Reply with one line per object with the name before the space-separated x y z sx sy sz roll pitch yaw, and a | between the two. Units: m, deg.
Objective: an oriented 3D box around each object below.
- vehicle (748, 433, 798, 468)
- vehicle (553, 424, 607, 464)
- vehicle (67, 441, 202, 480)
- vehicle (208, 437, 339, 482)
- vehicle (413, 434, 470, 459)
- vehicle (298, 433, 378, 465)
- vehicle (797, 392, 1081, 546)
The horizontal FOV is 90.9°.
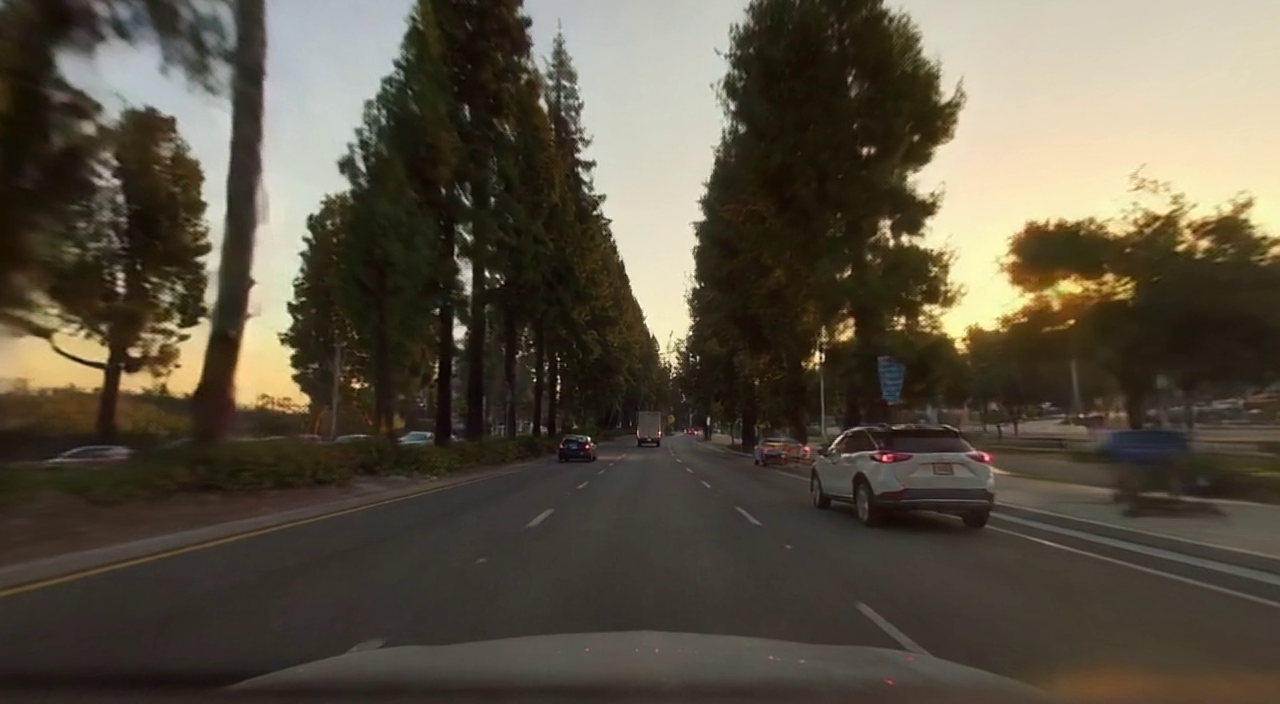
vehicle | 7.165 5.367 34.361 2.280 1.757 4.572 -1 -9 7
vehicle | -3.132 4.946 33.795 2.255 1.940 4.822 0 -8 2
vehicle | -20.587 4.421 25.972 1.906 1.470 4.369 0 -8 0
vehicle | -13.154 3.875 23.004 1.897 1.472 4.592 0 -8 2
vehicle | -12.586 6.033 40.253 2.053 1.496 4.569 0 -8 2
vehicle | -16.714 5.408 35.223 2.059 1.688 4.657 0 -8 1
vehicle | 4.696 1.985 11.380 2.381 2.008 5.971 0 -8 2
